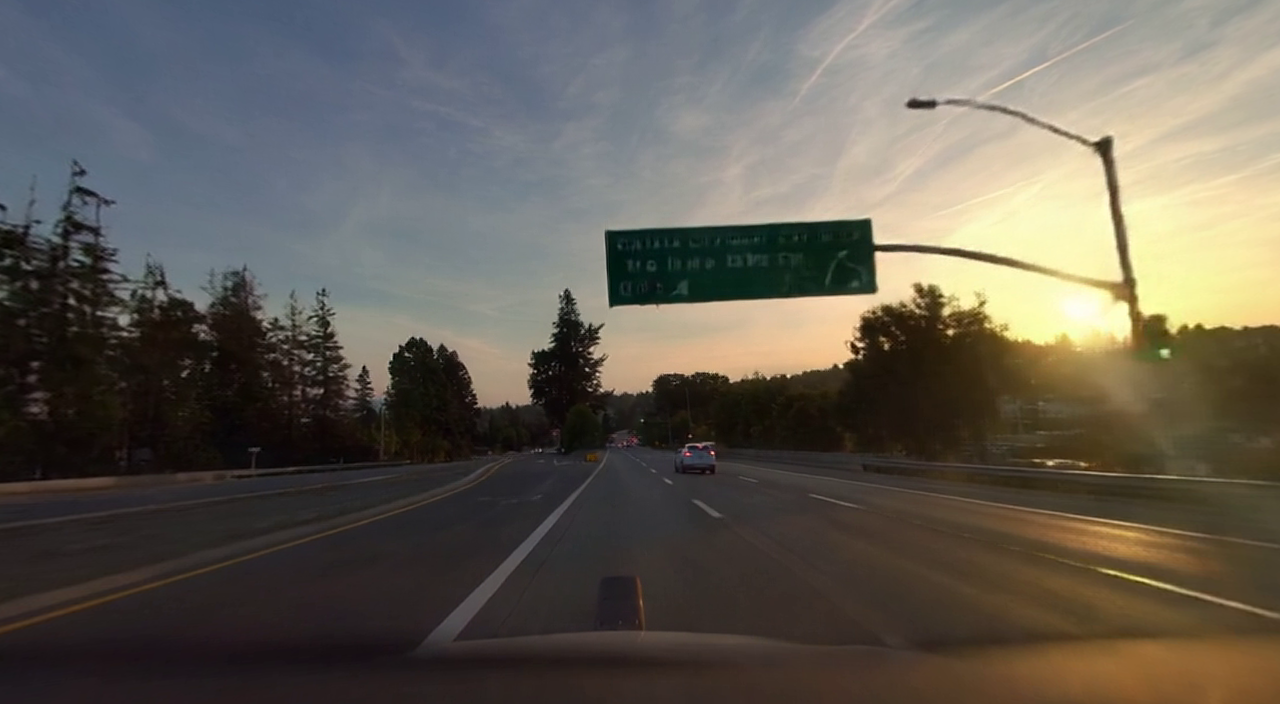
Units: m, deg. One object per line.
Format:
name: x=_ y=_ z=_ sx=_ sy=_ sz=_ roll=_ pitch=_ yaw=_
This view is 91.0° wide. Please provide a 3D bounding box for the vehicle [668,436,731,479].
vehicle: x=2.468 y=4.545 z=27.303 sx=2.066 sy=1.683 sz=4.675 roll=0 pitch=-9 yaw=-3
